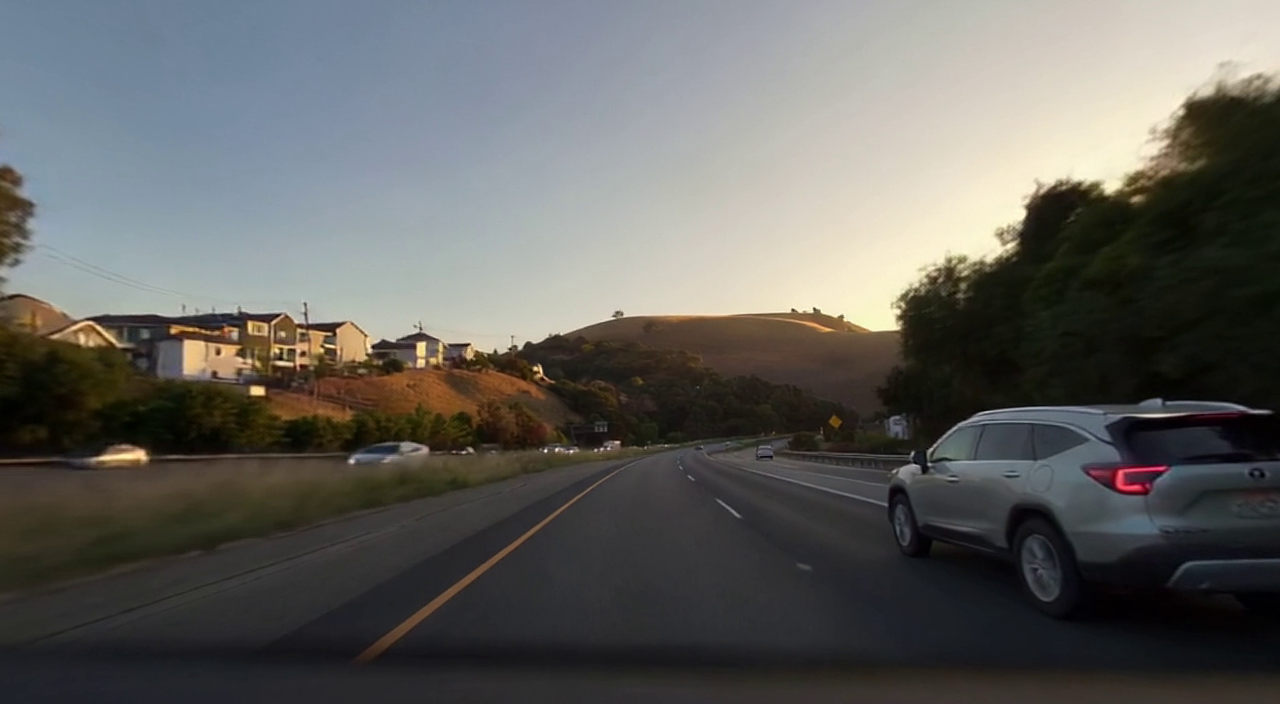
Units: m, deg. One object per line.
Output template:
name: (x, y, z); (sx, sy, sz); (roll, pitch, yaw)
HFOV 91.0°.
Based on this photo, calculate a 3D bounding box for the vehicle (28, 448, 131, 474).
vehicle: (-35.307, 6.870, 39.821); (1.809, 1.505, 4.810); (-1, -9, 5)

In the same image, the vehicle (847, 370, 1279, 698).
vehicle: (3.897, 1.323, 5.793); (2.318, 1.766, 4.587); (0, -9, -1)

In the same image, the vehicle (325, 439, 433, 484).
vehicle: (-12.467, 5.256, 30.671); (2.517, 1.982, 5.896); (0, -9, 2)

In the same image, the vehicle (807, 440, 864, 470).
vehicle: (11.945, 6.325, 38.743); (2.043, 1.714, 4.453); (0, -9, 0)
